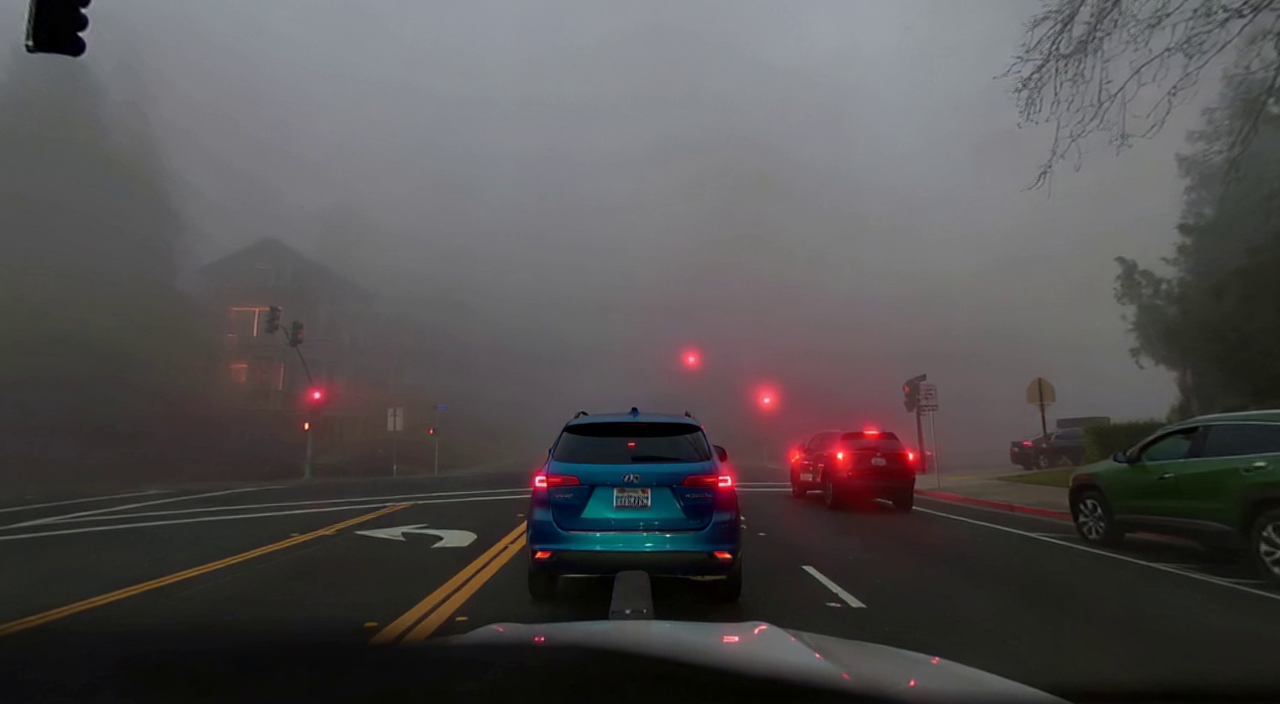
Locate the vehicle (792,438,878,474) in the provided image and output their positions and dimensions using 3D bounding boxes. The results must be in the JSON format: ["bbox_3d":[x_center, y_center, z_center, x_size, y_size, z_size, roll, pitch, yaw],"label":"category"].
[{"bbox_3d":[9.172,4.810,29.371,2.077,1.527,4.755,-7,-11,39],"label":"vehicle"}]

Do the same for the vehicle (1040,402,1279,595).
[{"bbox_3d":[7.023,1.541,7.039,1.989,1.791,4.735,0,-8,0],"label":"vehicle"}]

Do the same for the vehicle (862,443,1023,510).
[{"bbox_3d":[7.291,3.006,15.812,1.860,1.436,4.479,0,-8,0],"label":"vehicle"}]

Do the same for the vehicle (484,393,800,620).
[{"bbox_3d":[0.044,1.460,6.907,2.322,1.667,4.367,0,-8,1],"label":"vehicle"}]
